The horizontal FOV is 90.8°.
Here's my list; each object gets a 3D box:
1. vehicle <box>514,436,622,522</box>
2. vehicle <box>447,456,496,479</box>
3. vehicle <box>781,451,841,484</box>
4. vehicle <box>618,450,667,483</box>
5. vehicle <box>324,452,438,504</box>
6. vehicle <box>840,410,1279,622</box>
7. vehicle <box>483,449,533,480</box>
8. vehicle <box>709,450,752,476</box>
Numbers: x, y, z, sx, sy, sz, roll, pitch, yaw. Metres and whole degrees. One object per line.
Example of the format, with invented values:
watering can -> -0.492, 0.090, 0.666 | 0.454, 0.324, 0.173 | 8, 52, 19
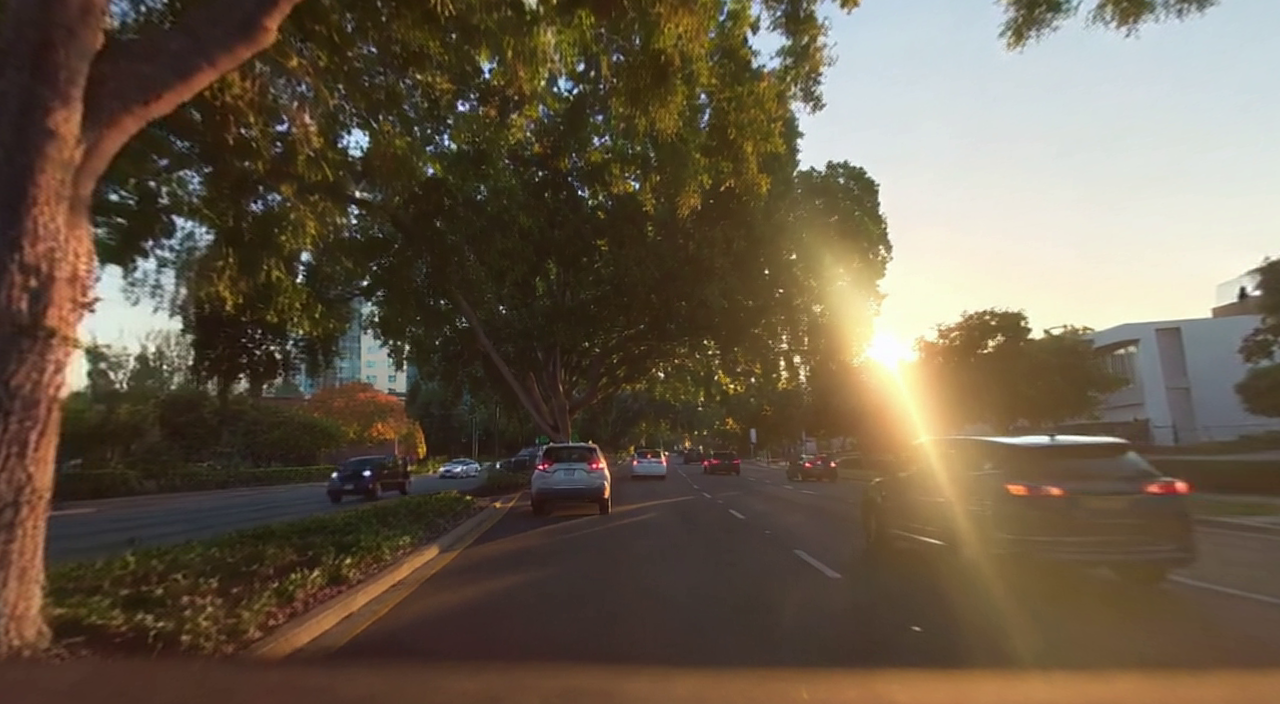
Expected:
vehicle -> -1.571, 2.789, 14.383 | 2.106, 1.655, 3.717 | 1, -9, -5
vehicle -> -11.653, 8.004, 44.049 | 2.126, 1.434, 4.305 | 0, -9, 2
vehicle -> 8.378, 5.657, 31.316 | 1.977, 1.485, 4.308 | 0, -9, 3
vehicle -> 0.127, 5.405, 30.120 | 2.161, 1.445, 3.772 | 0, -9, 1
vehicle -> -8.387, 4.083, 20.932 | 1.966, 1.489, 4.099 | 0, -9, 1
vehicle -> 4.162, 1.666, 7.385 | 2.220, 1.715, 4.335 | 0, -9, 0
vehicle -> -8.084, 6.928, 39.227 | 2.026, 1.755, 4.430 | 0, -9, 2
vehicle -> 5.513, 6.867, 39.193 | 2.175, 1.477, 4.520 | 0, -9, 3
